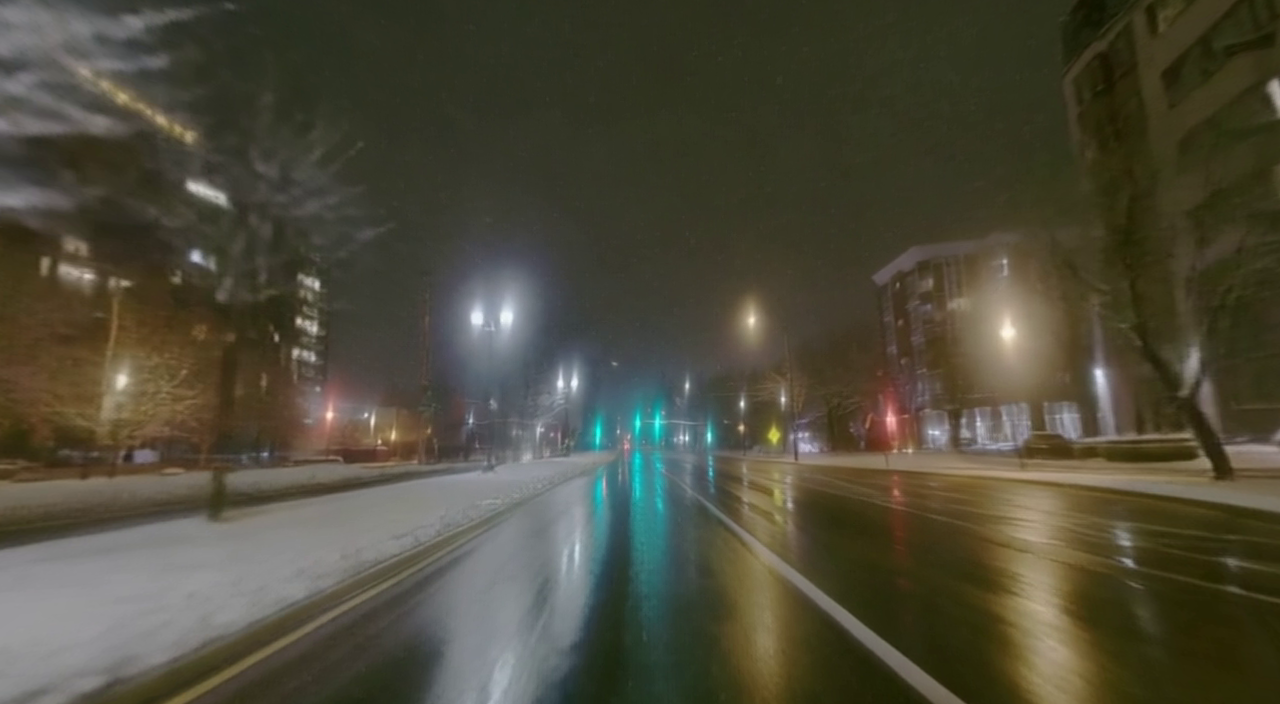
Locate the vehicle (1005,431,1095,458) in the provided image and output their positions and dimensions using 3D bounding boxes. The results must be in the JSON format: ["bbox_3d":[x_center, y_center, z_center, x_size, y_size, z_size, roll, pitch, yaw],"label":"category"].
[{"bbox_3d":[29.202,6.616,45.143,4.924,1.901,2.095,0,-9,0],"label":"vehicle"}]
